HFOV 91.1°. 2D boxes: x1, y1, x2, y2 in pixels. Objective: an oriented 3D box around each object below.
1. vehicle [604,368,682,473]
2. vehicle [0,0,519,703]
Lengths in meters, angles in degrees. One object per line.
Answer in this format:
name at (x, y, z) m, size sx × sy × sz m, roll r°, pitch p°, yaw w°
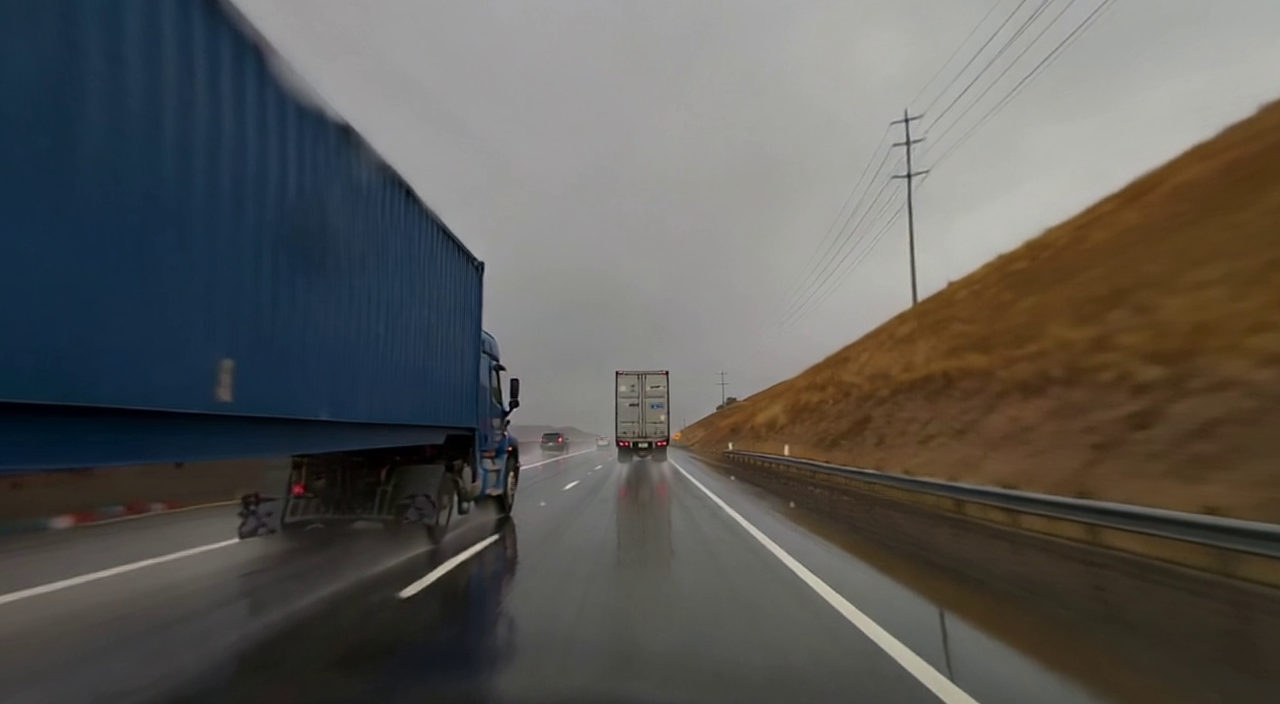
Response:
vehicle at (0.038, 3.496, 30.414) m, size 3.006 × 4.120 × 11.586 m, roll 0°, pitch -8°, yaw -1°
vehicle at (-4.130, 0.192, 7.149) m, size 3.314 × 4.224 × 9.816 m, roll 0°, pitch -8°, yaw 1°
